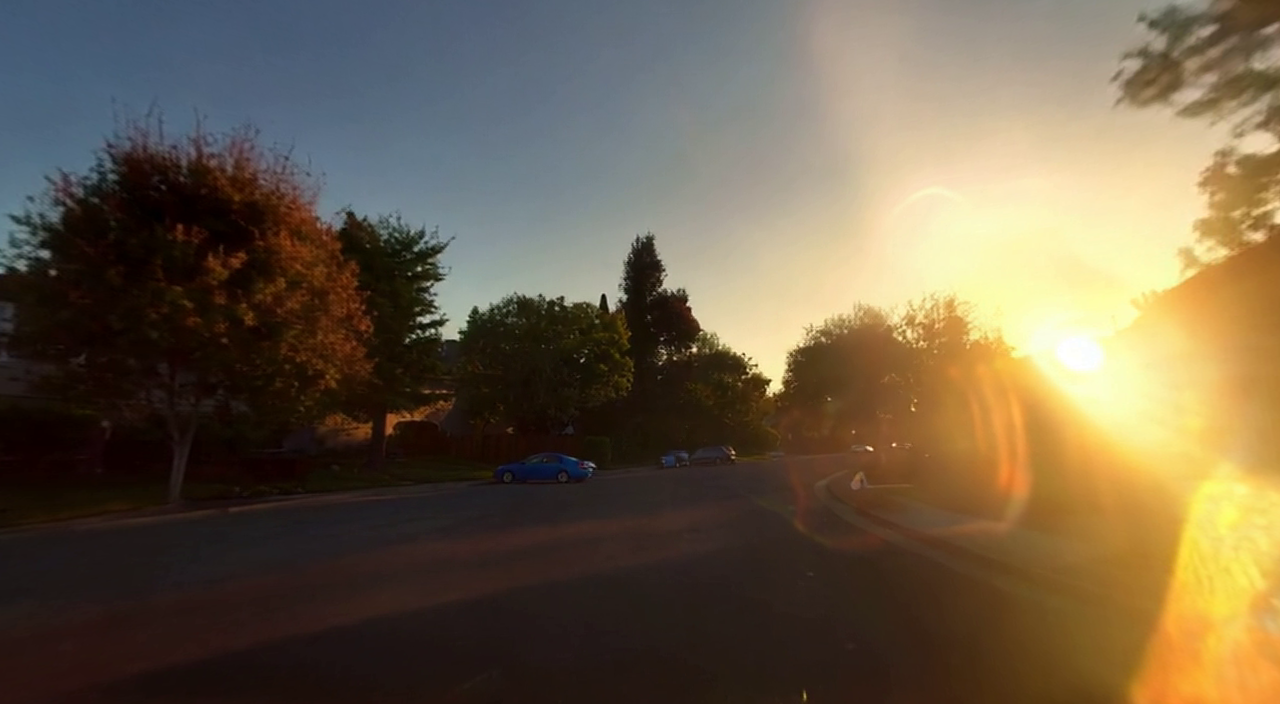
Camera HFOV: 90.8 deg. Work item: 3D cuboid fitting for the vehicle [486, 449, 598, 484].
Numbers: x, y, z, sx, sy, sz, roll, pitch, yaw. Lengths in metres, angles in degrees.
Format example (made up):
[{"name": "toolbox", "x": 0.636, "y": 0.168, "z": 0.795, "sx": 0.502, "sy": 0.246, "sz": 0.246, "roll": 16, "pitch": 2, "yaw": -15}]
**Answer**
[{"name": "vehicle", "x": -4.391, "y": 5.143, "z": 28.634, "sx": 4.653, "sy": 1.480, "sz": 1.871, "roll": -2, "pitch": -9, "yaw": 13}]
